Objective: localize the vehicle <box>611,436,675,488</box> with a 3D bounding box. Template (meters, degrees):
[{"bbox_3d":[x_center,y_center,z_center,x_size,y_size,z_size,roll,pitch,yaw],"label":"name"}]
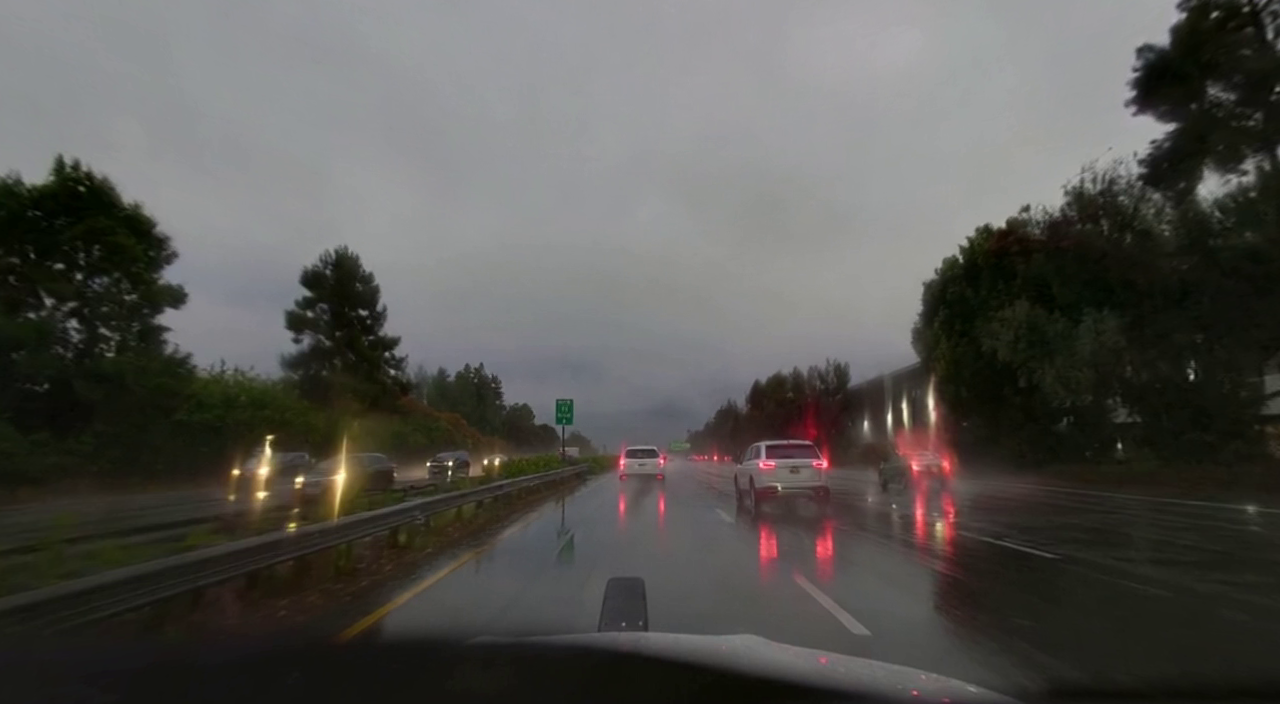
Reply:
[{"bbox_3d":[0.144,4.327,25.108,2.290,1.862,4.454,0,-8,1],"label":"vehicle"}]

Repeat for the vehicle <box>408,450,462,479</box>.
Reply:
[{"bbox_3d":[-14.333,7.862,44.381,2.018,1.887,5.108,0,-8,1],"label":"vehicle"}]

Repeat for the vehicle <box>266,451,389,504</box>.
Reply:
[{"bbox_3d":[-10.904,4.363,22.459,1.978,1.631,4.530,0,-8,1],"label":"vehicle"}]

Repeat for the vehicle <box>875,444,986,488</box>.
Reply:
[{"bbox_3d":[11.067,4.345,24.496,1.985,1.503,4.842,0,-8,0],"label":"vehicle"}]

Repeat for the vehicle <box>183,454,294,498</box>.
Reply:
[{"bbox_3d":[-17.976,5.543,28.558,2.088,1.683,4.436,-2,-8,0],"label":"vehicle"}]

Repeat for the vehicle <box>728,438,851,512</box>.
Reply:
[{"bbox_3d":[3.550,2.983,15.802,2.042,1.592,4.047,0,-8,-1],"label":"vehicle"}]
